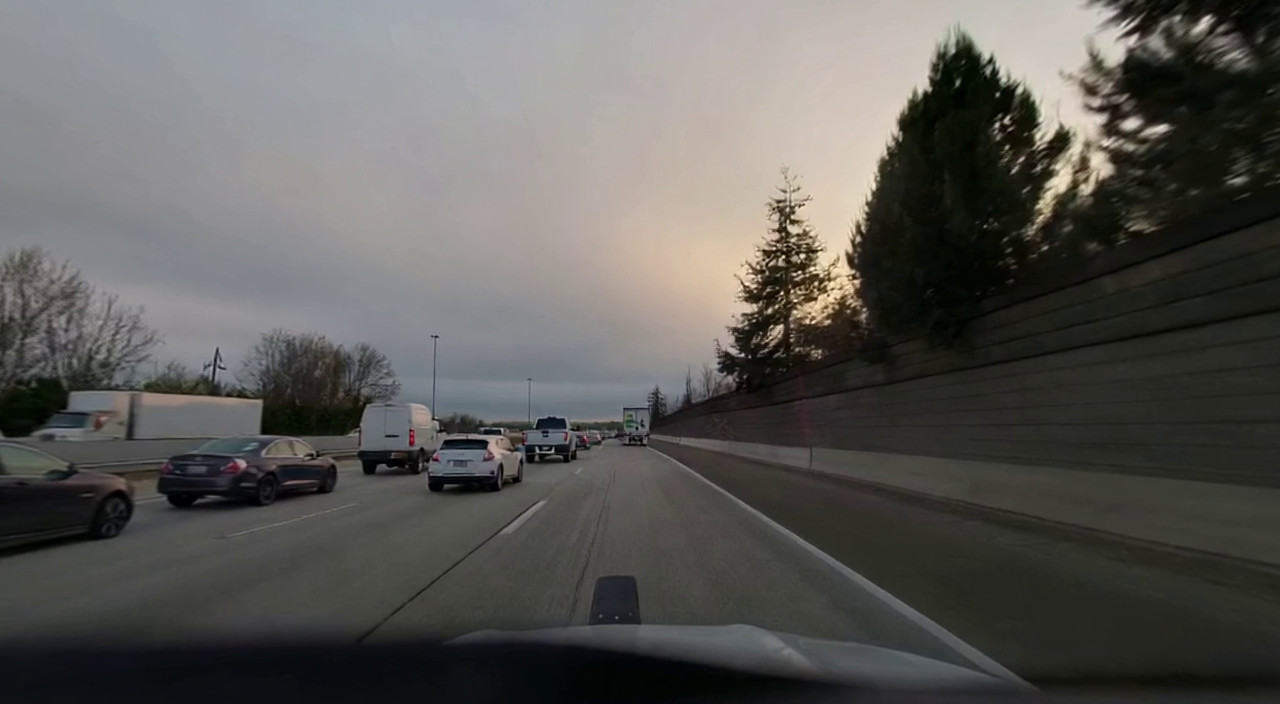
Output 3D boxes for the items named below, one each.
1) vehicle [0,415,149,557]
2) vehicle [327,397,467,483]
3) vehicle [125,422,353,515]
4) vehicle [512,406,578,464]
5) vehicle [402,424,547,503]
[{"bbox_3d":[-8.097,1.468,6.814,2.032,1.560,4.327,0,-8,0],"label":"vehicle"},{"bbox_3d":[-7.703,2.878,20.786,2.386,2.435,5.831,0,-8,-1],"label":"vehicle"},{"bbox_3d":[-7.683,2.233,12.626,1.957,1.545,3.971,0,-8,0],"label":"vehicle"},{"bbox_3d":[-4.433,3.984,30.245,2.427,2.514,5.159,0,-8,0],"label":"vehicle"},{"bbox_3d":[-3.458,2.400,14.058,2.089,1.485,4.153,0,-8,0],"label":"vehicle"}]
